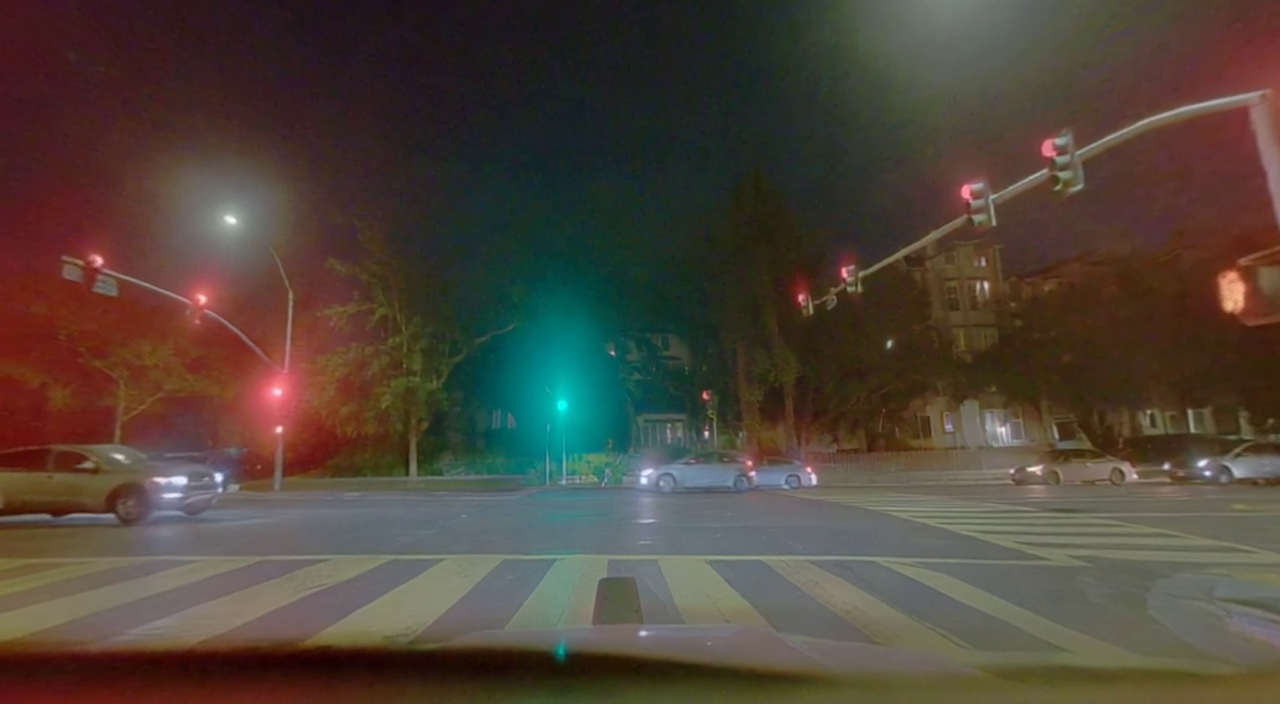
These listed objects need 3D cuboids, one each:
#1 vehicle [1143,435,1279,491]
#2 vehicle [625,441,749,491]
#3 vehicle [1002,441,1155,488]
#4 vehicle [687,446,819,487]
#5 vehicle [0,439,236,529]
[{"bbox_3d":[19.368,3.538,20.348,4.510,1.673,2.030,0,-8,0],"label":"vehicle"},{"bbox_3d":[1.437,3.658,20.462,3.815,1.504,1.790,0,-8,0],"label":"vehicle"},{"bbox_3d":[16.586,4.254,24.060,4.326,1.672,1.903,0,-8,0],"label":"vehicle"},{"bbox_3d":[4.243,4.360,24.229,4.705,1.486,1.830,0,-8,0],"label":"vehicle"},{"bbox_3d":[-10.380,2.291,11.278,4.989,1.442,1.940,0,-8,1],"label":"vehicle"}]
